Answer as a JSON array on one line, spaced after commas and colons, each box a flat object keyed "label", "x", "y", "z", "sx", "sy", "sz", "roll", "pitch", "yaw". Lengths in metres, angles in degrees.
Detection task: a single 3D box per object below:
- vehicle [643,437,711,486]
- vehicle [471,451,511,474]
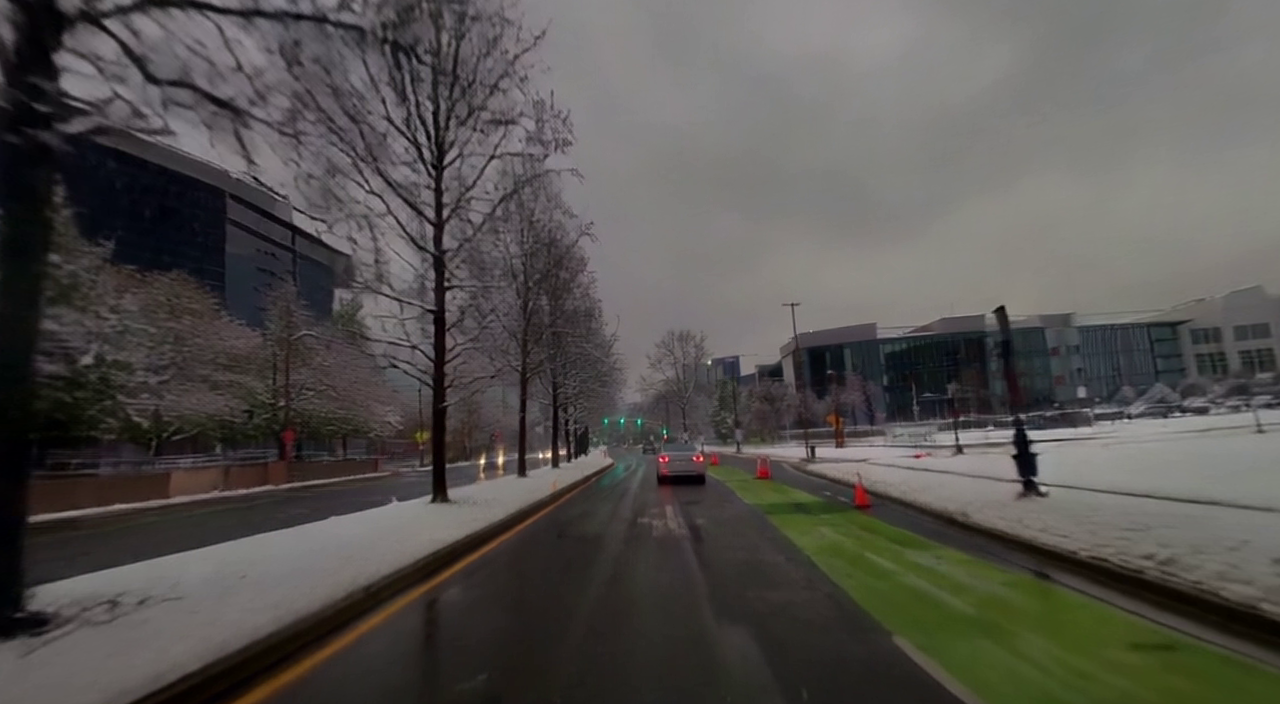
[{"label": "vehicle", "x": 1.214, "y": 3.755, "z": 22.029, "sx": 2.114, "sy": 1.493, "sz": 4.430, "roll": 0, "pitch": -8, "yaw": 1}, {"label": "vehicle", "x": -10.779, "y": 7.993, "z": 46.003, "sx": 2.010, "sy": 1.487, "sz": 4.427, "roll": 0, "pitch": -8, "yaw": -2}]
